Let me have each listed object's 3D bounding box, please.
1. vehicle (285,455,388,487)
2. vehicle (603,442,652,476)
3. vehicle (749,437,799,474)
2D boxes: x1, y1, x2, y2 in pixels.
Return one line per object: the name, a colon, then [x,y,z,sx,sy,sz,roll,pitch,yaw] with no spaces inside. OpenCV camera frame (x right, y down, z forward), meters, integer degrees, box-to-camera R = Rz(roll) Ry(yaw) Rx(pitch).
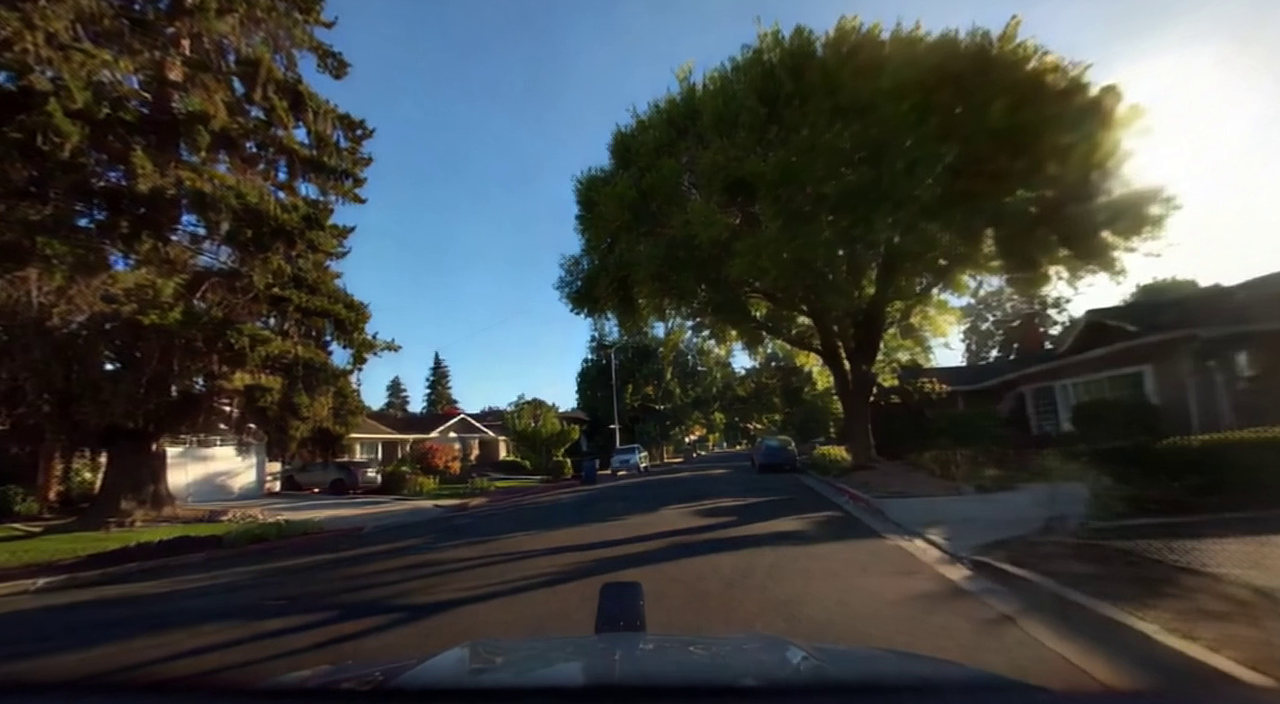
vehicle: [-15.319,6.002,31.989,4.404,1.495,1.844,-2,-9,10]
vehicle: [-0.726,6.832,40.661,2.208,1.834,4.675,-7,-9,8]
vehicle: [6.175,4.823,29.573,2.005,1.553,3.984,0,-9,8]
